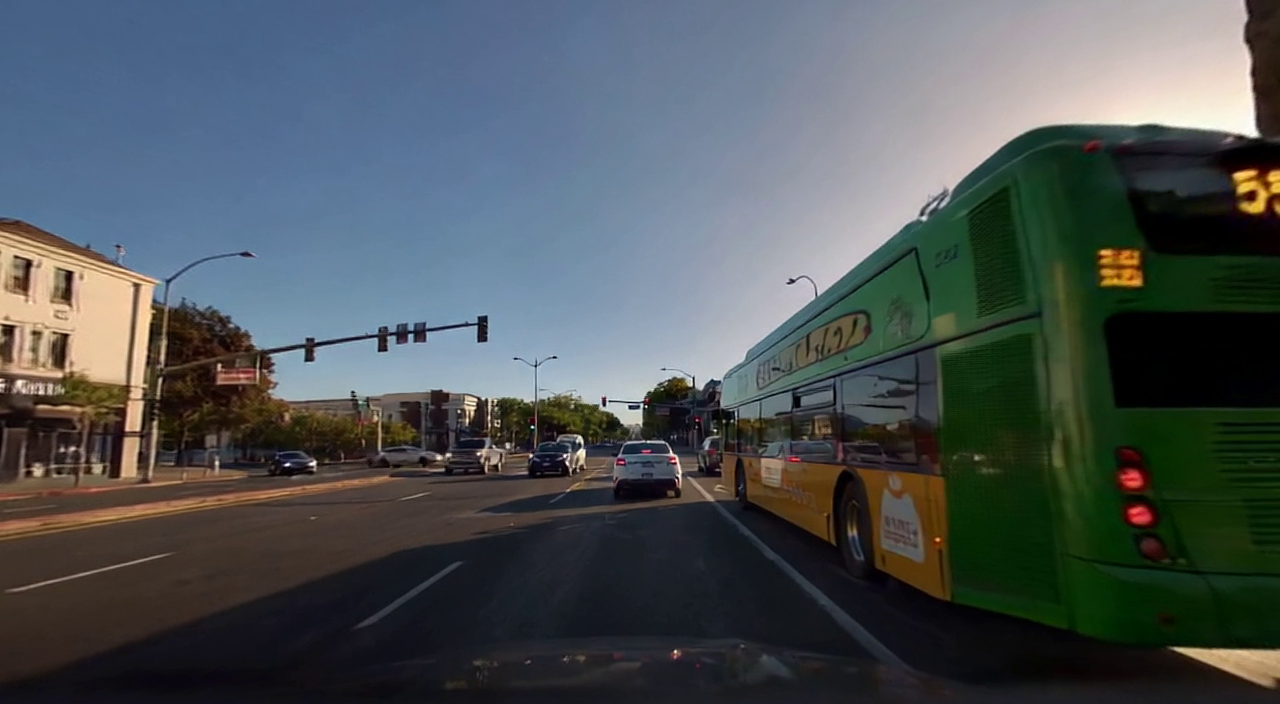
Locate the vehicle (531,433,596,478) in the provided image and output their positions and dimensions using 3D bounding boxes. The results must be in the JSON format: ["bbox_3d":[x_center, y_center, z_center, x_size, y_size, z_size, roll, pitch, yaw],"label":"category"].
[{"bbox_3d":[-3.138,4.335,26.741,2.020,1.721,4.366,-1,-9,2],"label":"vehicle"}]

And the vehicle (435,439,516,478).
[{"bbox_3d":[-6.791,4.430,26.629,1.927,1.480,4.832,-1,-9,2],"label":"vehicle"}]

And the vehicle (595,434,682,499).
[{"bbox_3d":[-0.018,2.996,16.854,2.060,1.499,3.831,0,-9,1],"label":"vehicle"}]

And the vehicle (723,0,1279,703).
[{"bbox_3d":[3.588,0.587,9.519,2.970,4.015,13.606,0,-9,1],"label":"vehicle"}]
